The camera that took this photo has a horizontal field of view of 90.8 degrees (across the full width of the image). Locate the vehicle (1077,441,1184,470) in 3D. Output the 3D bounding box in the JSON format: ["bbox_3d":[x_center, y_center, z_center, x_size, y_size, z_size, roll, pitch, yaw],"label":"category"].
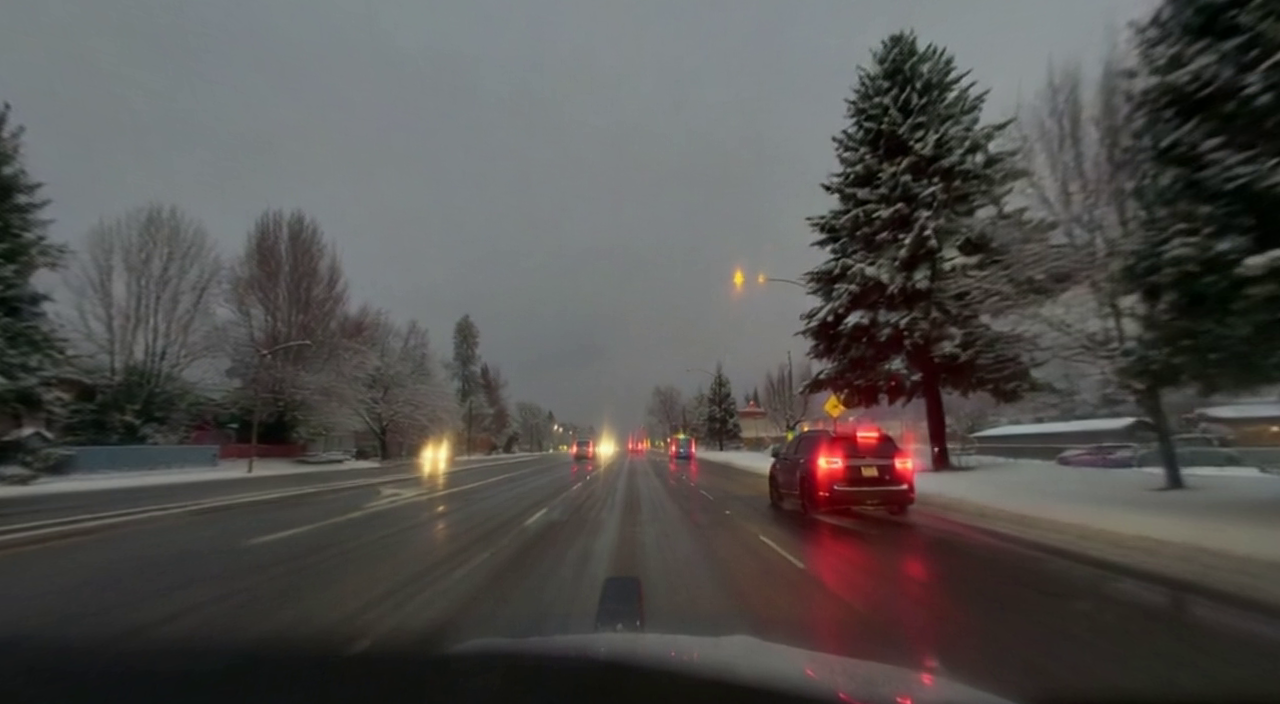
[{"bbox_3d":[28.073,5.923,36.267,4.413,1.580,2.028,0,-8,2],"label":"vehicle"}]

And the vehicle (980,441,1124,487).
[{"bbox_3d":[16.379,4.453,25.290,4.407,1.494,1.799,-3,-8,0],"label":"vehicle"}]

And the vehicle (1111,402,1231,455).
[{"bbox_3d":[36.893,5.369,43.973,5.871,3.300,2.842,-1,-10,-10],"label":"vehicle"}]

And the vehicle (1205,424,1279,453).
[{"bbox_3d":[43.686,6.173,44.992,5.684,1.930,2.025,2,-8,-13],"label":"vehicle"}]

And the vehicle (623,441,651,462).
[{"bbox_3d":[-0.247,7.502,47.832,2.074,1.463,4.016,0,-8,-1],"label":"vehicle"}]

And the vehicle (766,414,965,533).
[{"bbox_3d":[3.899,2.177,11.907,2.060,1.816,4.343,0,-8,-1],"label":"vehicle"}]

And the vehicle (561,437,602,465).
[{"bbox_3d":[-3.920,6.759,43.403,2.220,1.793,4.885,0,-8,1],"label":"vehicle"}]

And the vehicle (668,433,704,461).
[{"bbox_3d":[3.402,7.123,47.456,2.197,2.034,4.667,1,-8,-2],"label":"vehicle"}]
